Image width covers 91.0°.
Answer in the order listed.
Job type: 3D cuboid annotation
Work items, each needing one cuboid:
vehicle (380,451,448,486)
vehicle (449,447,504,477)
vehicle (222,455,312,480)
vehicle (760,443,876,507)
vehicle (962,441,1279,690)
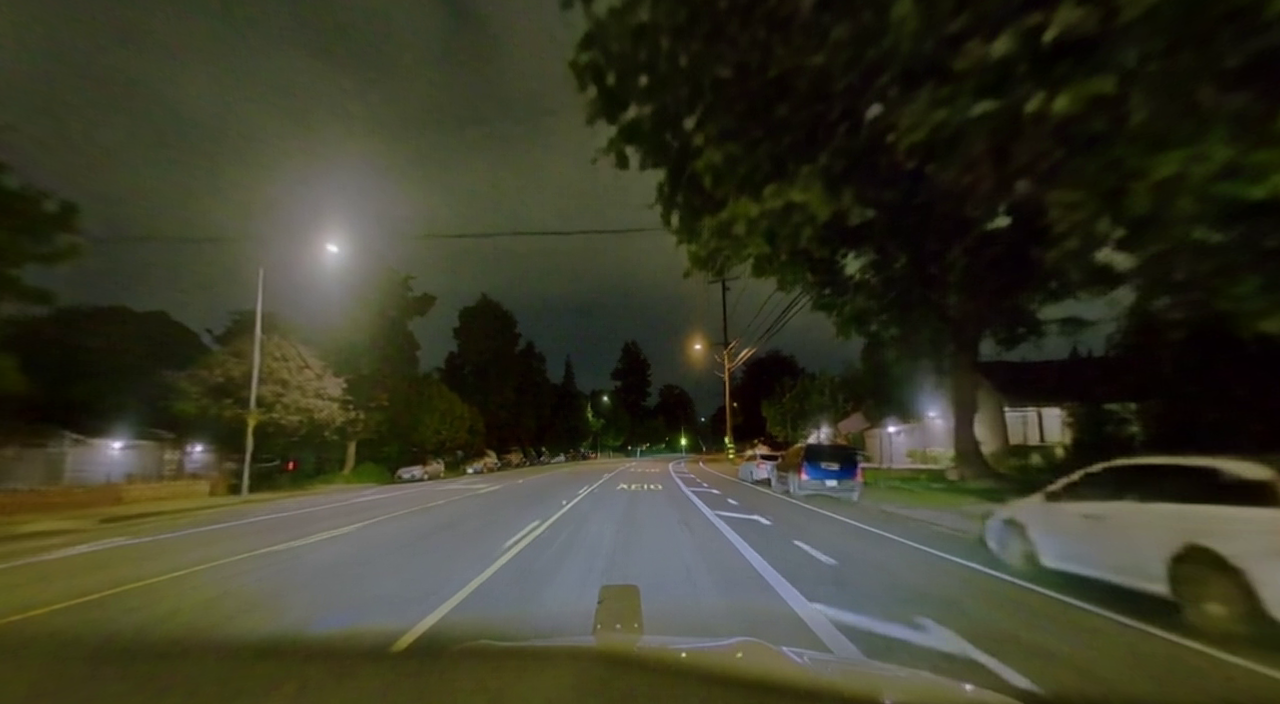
[{"bbox_3d":[-12.055,6.242,33.906,1.907,1.612,4.594,-3,-10,1],"label":"vehicle"},{"bbox_3d":[-11.563,7.788,44.945,2.225,1.887,5.672,-3,-9,3],"label":"vehicle"},{"bbox_3d":[-23.234,7.178,39.283,4.326,1.468,2.025,0,-9,2],"label":"vehicle"},{"bbox_3d":[5.127,3.587,19.001,2.009,1.649,5.156,0,-9,0],"label":"vehicle"},{"bbox_3d":[4.981,1.580,5.587,1.978,1.529,4.357,0,-8,1],"label":"vehicle"}]
